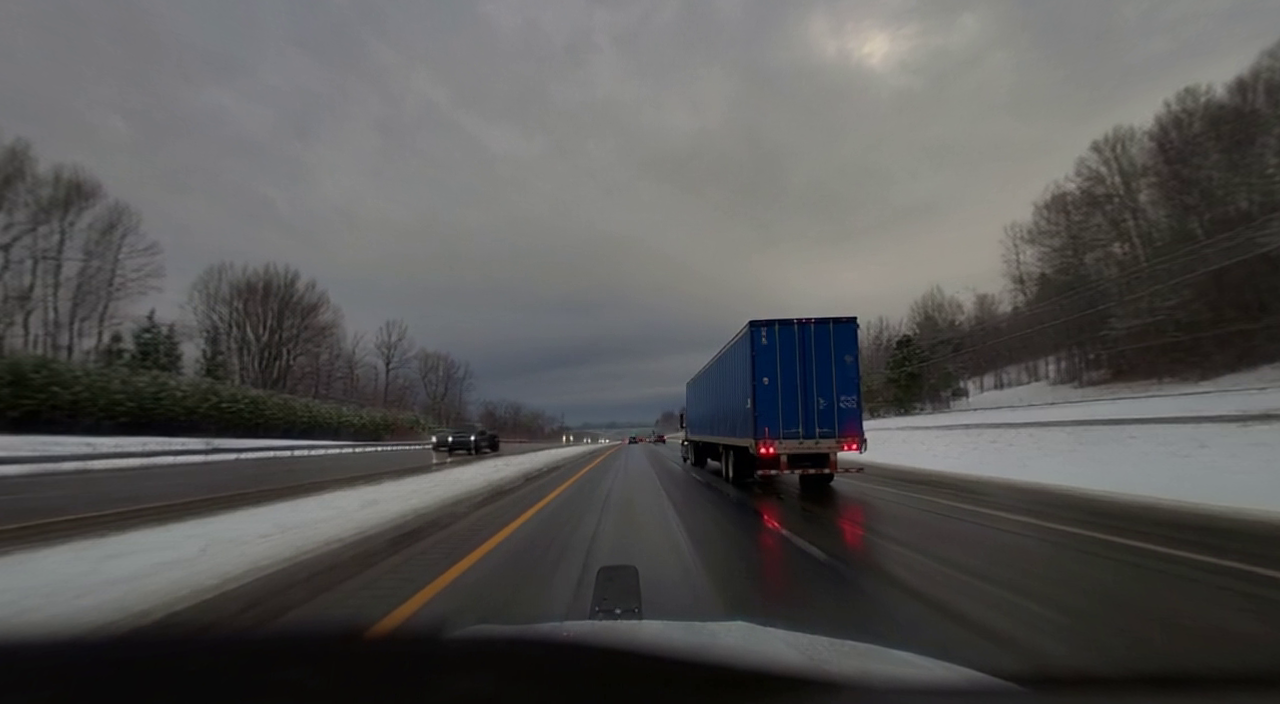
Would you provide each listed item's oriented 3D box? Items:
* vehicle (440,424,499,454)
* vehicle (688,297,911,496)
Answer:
[{"bbox_3d":[-9.057,4.691,33.809,1.918,1.523,4.278,0,-8,1],"label":"vehicle"},{"bbox_3d":[4.038,2.064,22.006,3.203,4.273,17.131,0,-8,0],"label":"vehicle"}]
